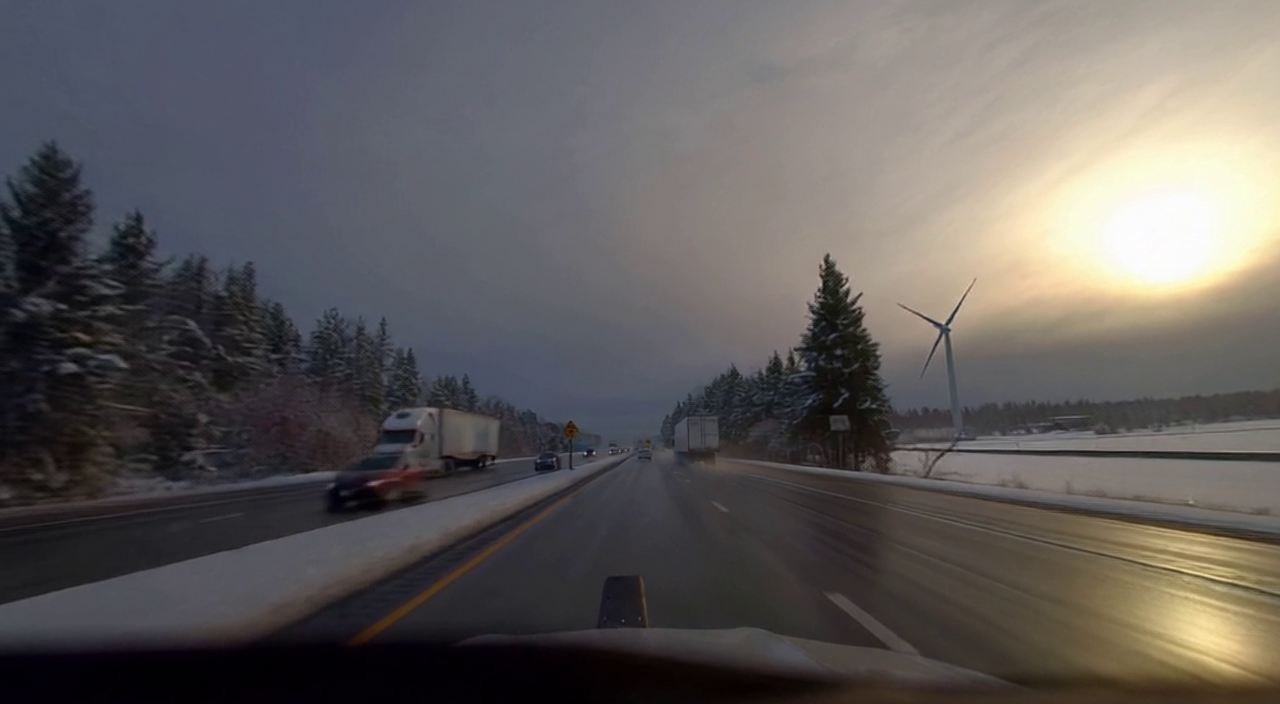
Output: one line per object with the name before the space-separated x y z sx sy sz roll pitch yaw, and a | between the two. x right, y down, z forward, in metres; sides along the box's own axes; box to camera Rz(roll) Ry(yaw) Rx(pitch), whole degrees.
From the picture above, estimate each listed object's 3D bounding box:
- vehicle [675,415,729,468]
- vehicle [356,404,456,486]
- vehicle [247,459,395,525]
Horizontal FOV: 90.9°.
vehicle | 4.427 6.802 47.336 2.903 3.602 9.351 0 -9 -1
vehicle | -12.405 5.064 34.085 2.954 4.010 5.914 -1 -9 1
vehicle | -8.044 3.523 16.354 1.843 1.456 3.733 0 -9 0
